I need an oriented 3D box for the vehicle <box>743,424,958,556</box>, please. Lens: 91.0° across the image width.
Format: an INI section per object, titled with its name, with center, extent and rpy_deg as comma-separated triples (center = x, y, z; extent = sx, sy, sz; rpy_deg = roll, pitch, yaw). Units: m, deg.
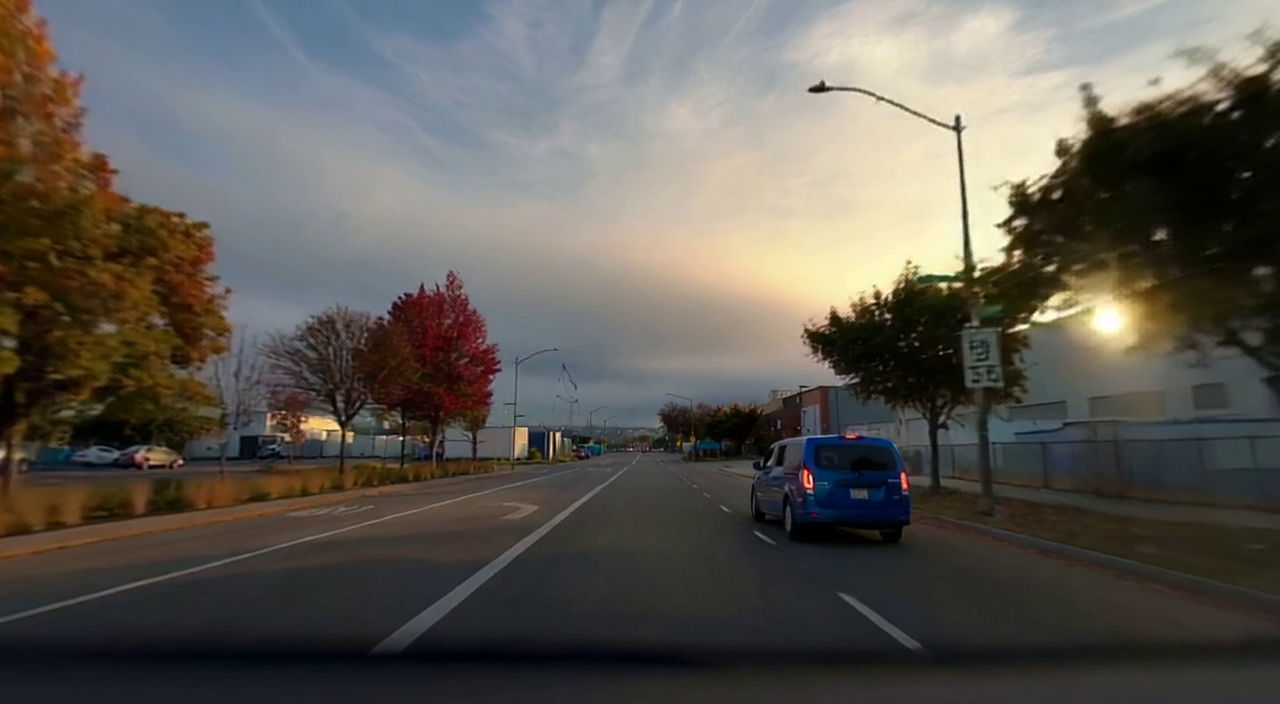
[vehicle]
center = 3.370, 2.321, 11.366
extent = 2.202, 1.822, 4.826
rpy_deg = 1, -9, 0
